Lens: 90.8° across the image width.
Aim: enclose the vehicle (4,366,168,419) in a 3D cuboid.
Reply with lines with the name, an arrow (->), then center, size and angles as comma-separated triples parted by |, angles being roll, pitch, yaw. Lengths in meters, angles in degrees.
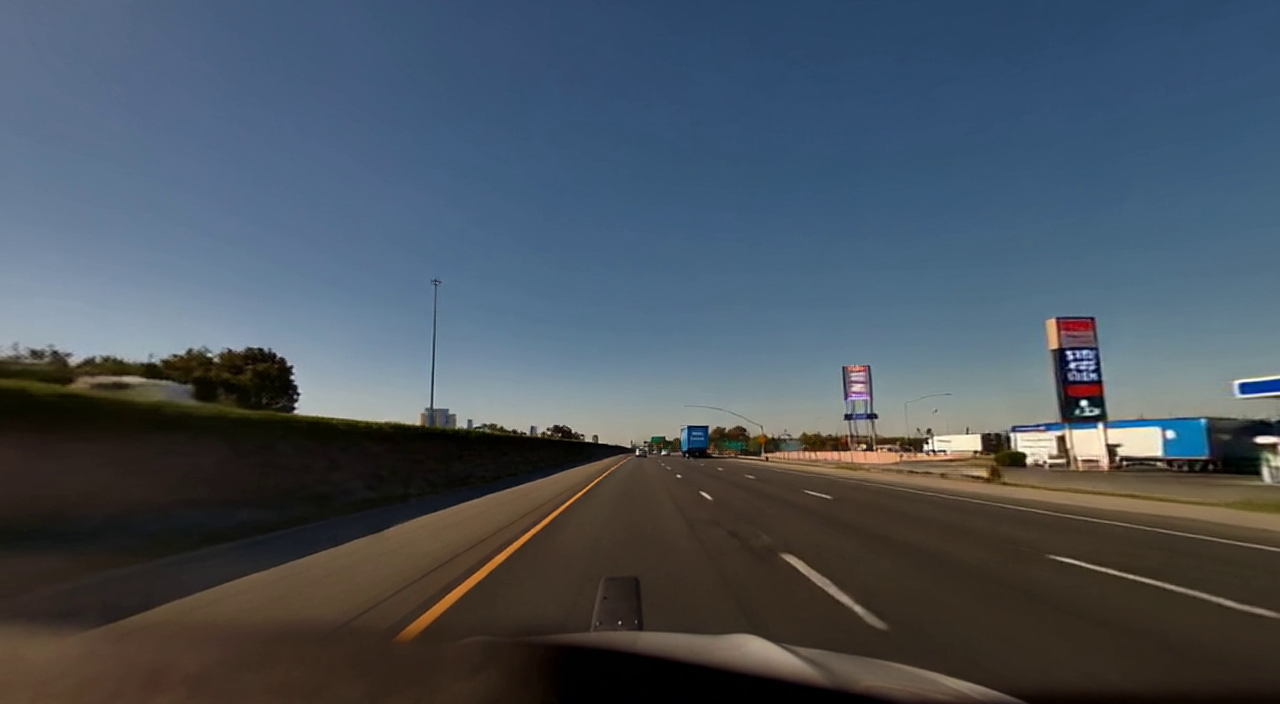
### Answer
vehicle -> -20.531, 1.617, 23.751 | 1.827, 1.603, 4.752 | 0, -8, 0
